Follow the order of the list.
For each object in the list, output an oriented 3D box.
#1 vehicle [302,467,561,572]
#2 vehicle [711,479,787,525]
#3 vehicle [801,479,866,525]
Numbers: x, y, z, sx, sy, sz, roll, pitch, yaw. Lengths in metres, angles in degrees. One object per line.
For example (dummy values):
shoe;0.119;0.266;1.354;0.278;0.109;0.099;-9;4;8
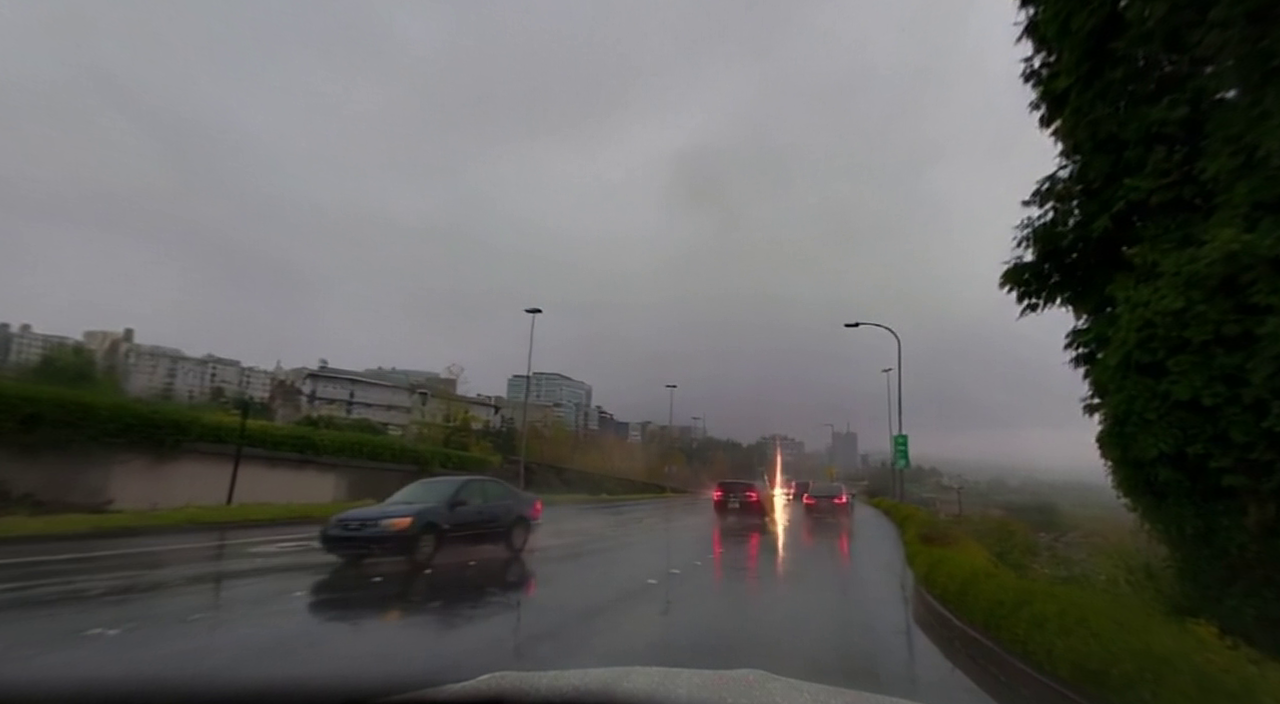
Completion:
vehicle;-3.596;2.996;12.035;2.107;1.502;4.705;-3;-11;21
vehicle;4.281;5.667;24.206;2.030;1.441;4.806;-3;-11;20
vehicle;7.504;5.662;24.162;2.129;1.471;4.258;-3;-11;20
